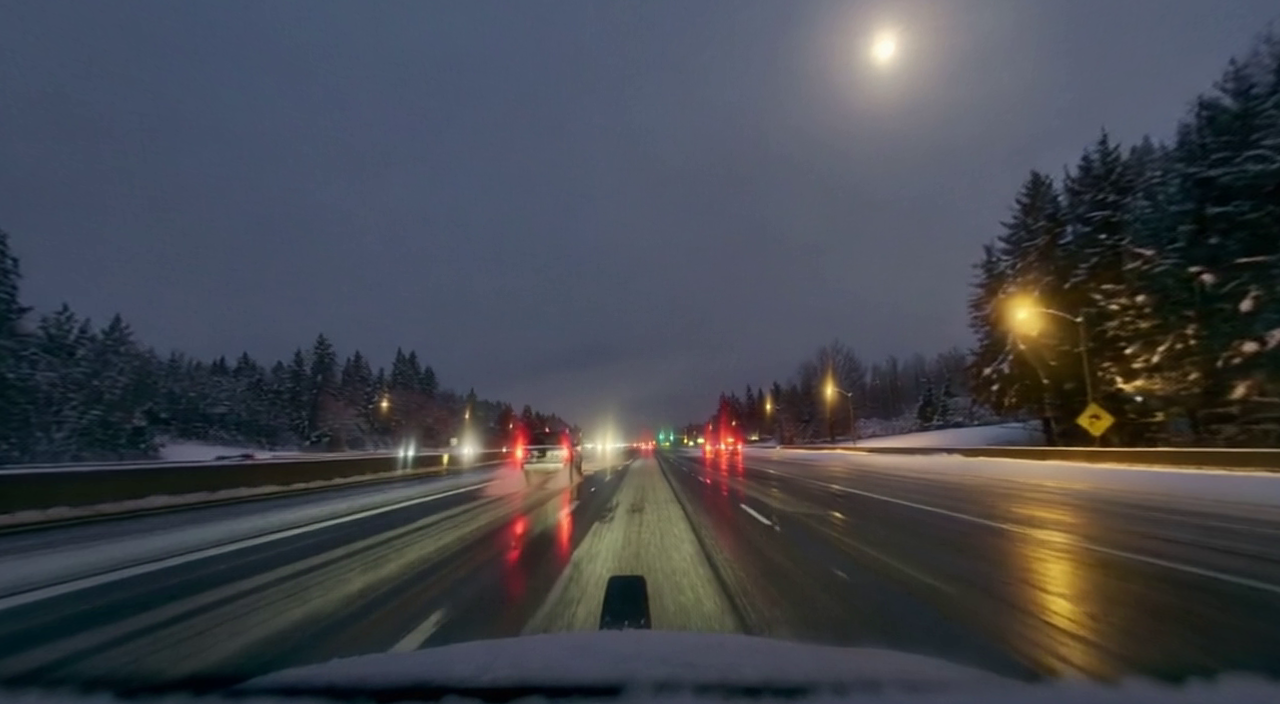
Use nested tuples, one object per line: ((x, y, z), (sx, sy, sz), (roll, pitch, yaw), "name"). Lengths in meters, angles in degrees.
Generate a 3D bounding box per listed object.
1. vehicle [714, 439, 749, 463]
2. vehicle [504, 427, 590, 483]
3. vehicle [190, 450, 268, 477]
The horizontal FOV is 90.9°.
((6.813, 7.438, 47.477), (2.063, 1.706, 4.259), (0, -8, 1), "vehicle")
((-3.513, 4.034, 24.992), (2.453, 1.952, 5.320), (0, -8, 2), "vehicle")
((-28.634, 7.758, 44.151), (2.000, 1.741, 5.092), (0, -8, 1), "vehicle")
